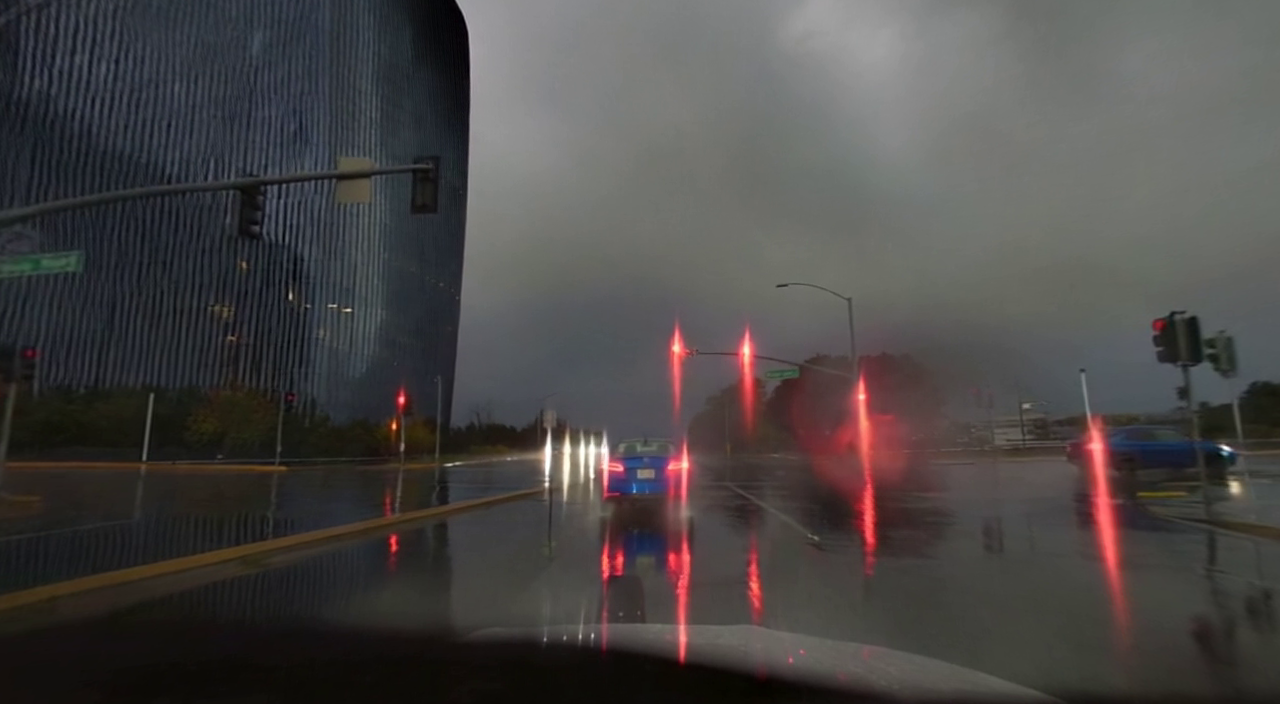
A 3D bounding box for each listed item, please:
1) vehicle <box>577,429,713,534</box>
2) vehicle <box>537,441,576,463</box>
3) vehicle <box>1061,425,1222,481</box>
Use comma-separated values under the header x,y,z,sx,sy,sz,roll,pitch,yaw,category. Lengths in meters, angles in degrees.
x,y,z,sx,sy,sz,roll,pitch,yaw,category
0.188,2.240,11.492,2.014,1.525,4.197,0,-9,3,vehicle
-6.343,7.661,48.297,2.113,1.535,4.504,0,-9,3,vehicle
17.401,3.489,21.880,4.739,1.749,2.174,4,-9,-21,vehicle
